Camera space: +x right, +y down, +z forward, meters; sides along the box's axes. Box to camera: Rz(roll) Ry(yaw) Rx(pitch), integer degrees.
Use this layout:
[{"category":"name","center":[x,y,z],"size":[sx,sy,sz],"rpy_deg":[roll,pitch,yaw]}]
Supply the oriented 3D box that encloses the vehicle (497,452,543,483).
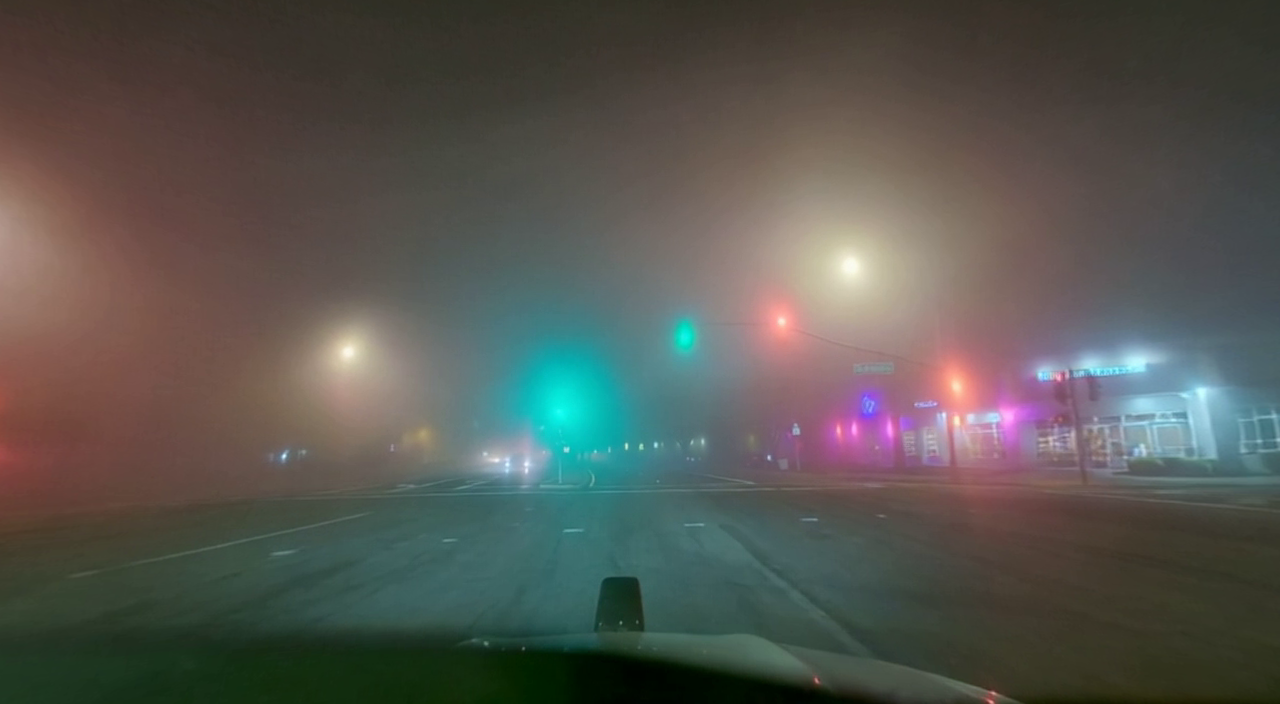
[{"category":"vehicle","center":[-6.369,6.158,33.953],"size":[1.894,1.474,4.332],"rpy_deg":[0,-8,-3]}]
